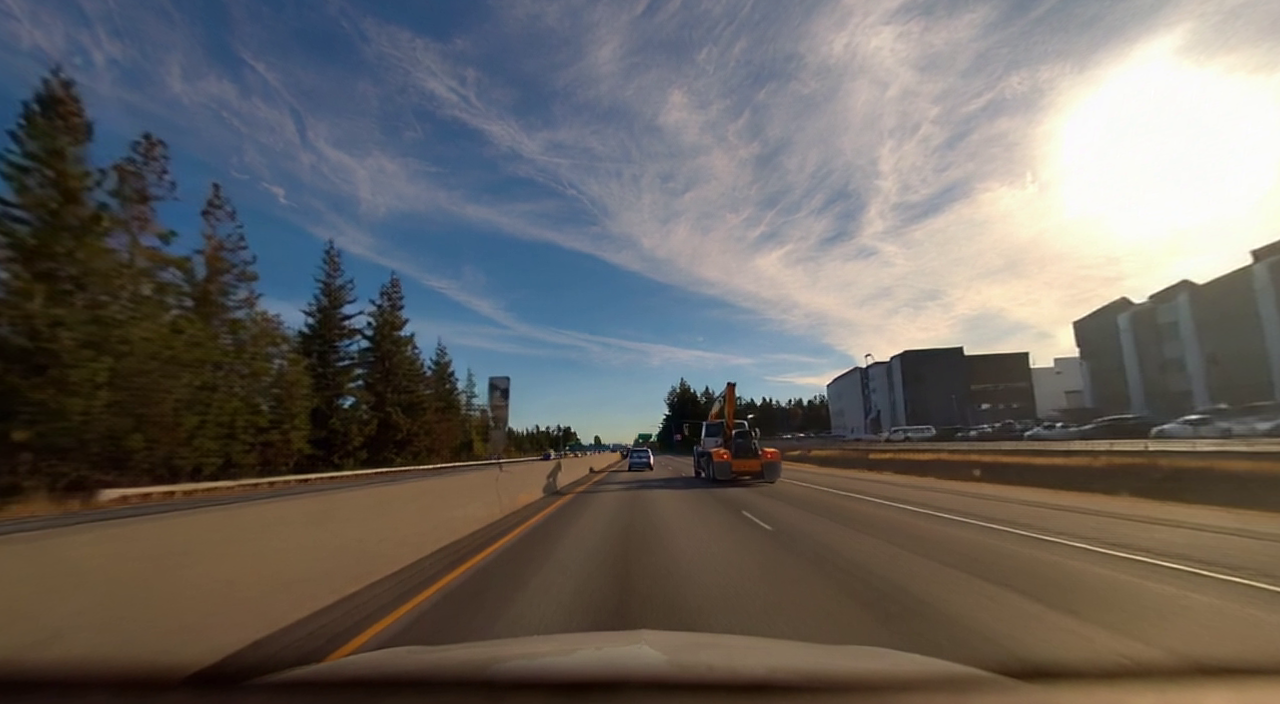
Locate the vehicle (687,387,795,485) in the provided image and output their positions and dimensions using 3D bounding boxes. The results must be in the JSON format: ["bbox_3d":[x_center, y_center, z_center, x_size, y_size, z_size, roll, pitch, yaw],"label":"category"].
[{"bbox_3d":[4.000,3.706,27.180,3.089,3.568,8.101,0,-9,-1],"label":"vehicle"}]

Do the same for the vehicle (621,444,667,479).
[{"bbox_3d":[0.162,5.158,29.854,2.045,1.527,4.023,0,-9,-1],"label":"vehicle"}]
